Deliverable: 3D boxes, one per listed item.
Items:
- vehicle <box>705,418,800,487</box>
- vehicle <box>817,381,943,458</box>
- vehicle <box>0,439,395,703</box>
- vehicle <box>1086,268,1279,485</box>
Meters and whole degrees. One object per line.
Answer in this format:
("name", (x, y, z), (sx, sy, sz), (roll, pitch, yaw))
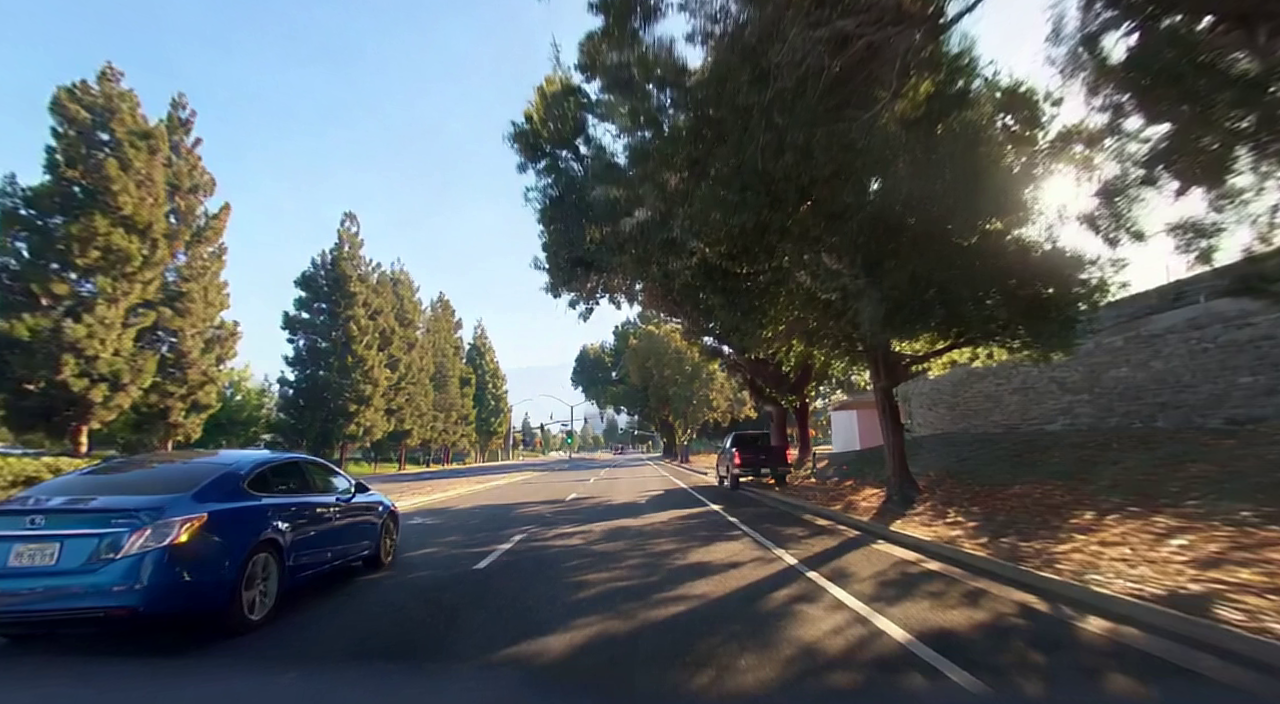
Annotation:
("vehicle", (4.343, 4.082, 25.952), (2.554, 2.388, 6.973), (0, -8, 0))
("vehicle", (13.637, 4.243, 37.563), (2.862, 3.816, 12.219), (0, -8, 1))
("vehicle", (-3.889, 1.485, 5.333), (1.946, 1.437, 4.154), (0, -8, 0))
("vehicle", (13.416, 0.011, 9.865), (2.952, 3.965, 13.114), (-5, -10, -1))
